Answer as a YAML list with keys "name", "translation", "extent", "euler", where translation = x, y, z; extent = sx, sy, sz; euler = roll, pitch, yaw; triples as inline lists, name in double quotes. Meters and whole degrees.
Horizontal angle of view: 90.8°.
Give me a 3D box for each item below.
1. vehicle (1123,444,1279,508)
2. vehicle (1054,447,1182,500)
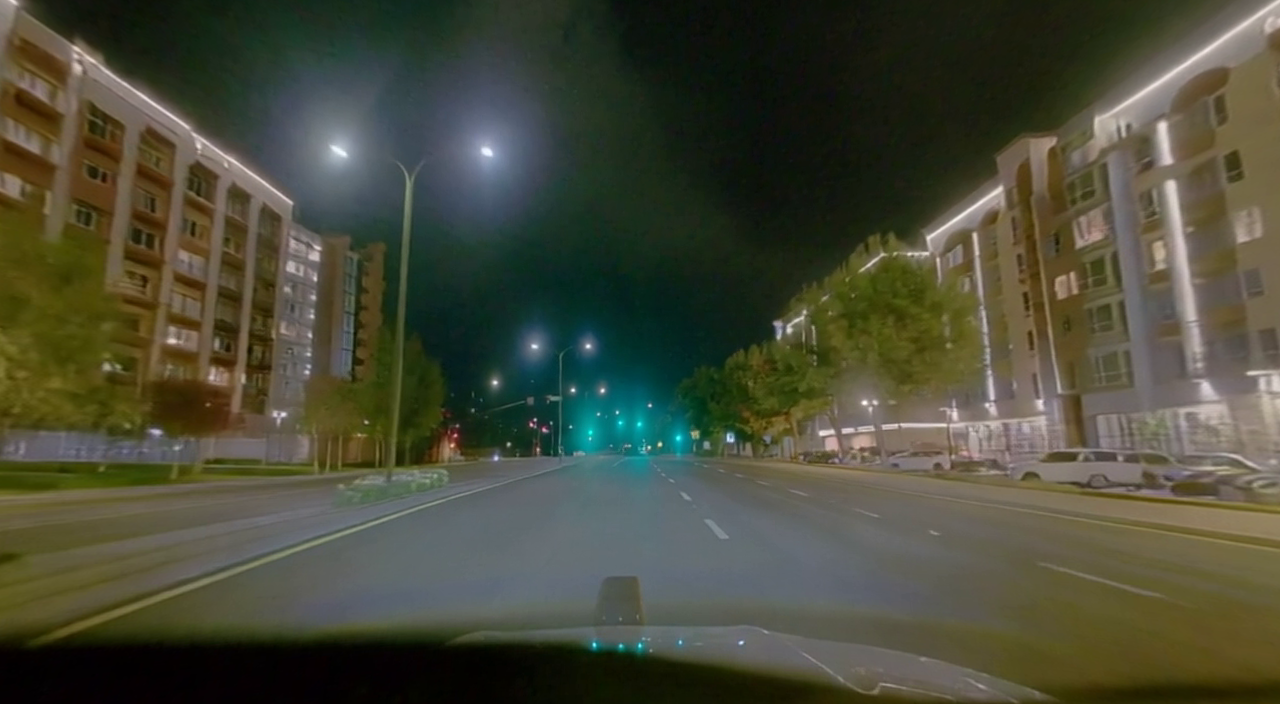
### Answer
- name: "vehicle"
  translation: [17.170, 3.679, 19.192]
  extent: [4.669, 1.676, 2.192]
  euler: [5, -11, -30]
- name: "vehicle"
  translation: [16.676, 4.137, 22.004]
  extent: [4.375, 1.652, 1.983]
  euler: [5, -10, -32]
